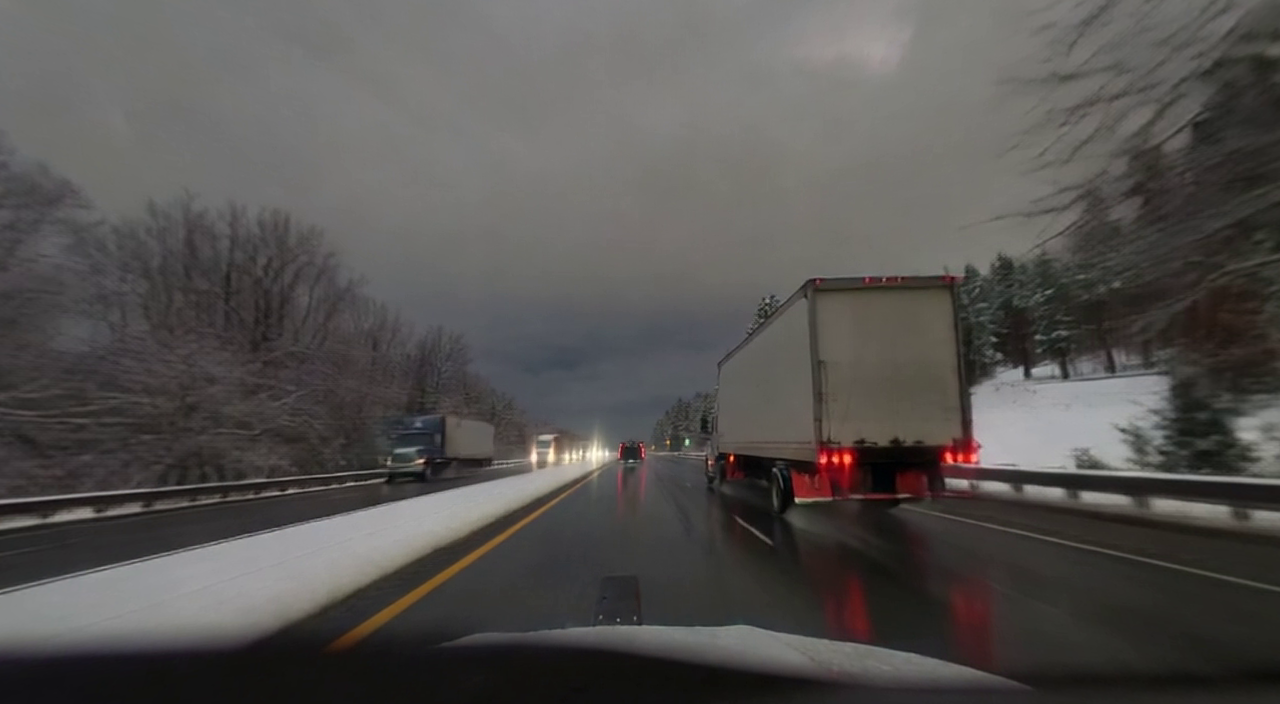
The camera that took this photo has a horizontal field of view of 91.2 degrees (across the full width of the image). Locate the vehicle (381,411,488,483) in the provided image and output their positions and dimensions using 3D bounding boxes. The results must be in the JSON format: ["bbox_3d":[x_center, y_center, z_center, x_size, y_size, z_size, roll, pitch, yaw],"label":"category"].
[{"bbox_3d":[-13.647,6.577,43.493,2.954,4.145,13.980,0,-9,-1],"label":"vehicle"}]

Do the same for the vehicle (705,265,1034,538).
[{"bbox_3d":[4.041,1.702,16.116,3.068,4.042,13.787,0,-9,-1],"label":"vehicle"}]

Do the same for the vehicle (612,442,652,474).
[{"bbox_3d":[-0.480,6.022,35.912,2.151,1.693,4.201,0,-9,-1],"label":"vehicle"}]
